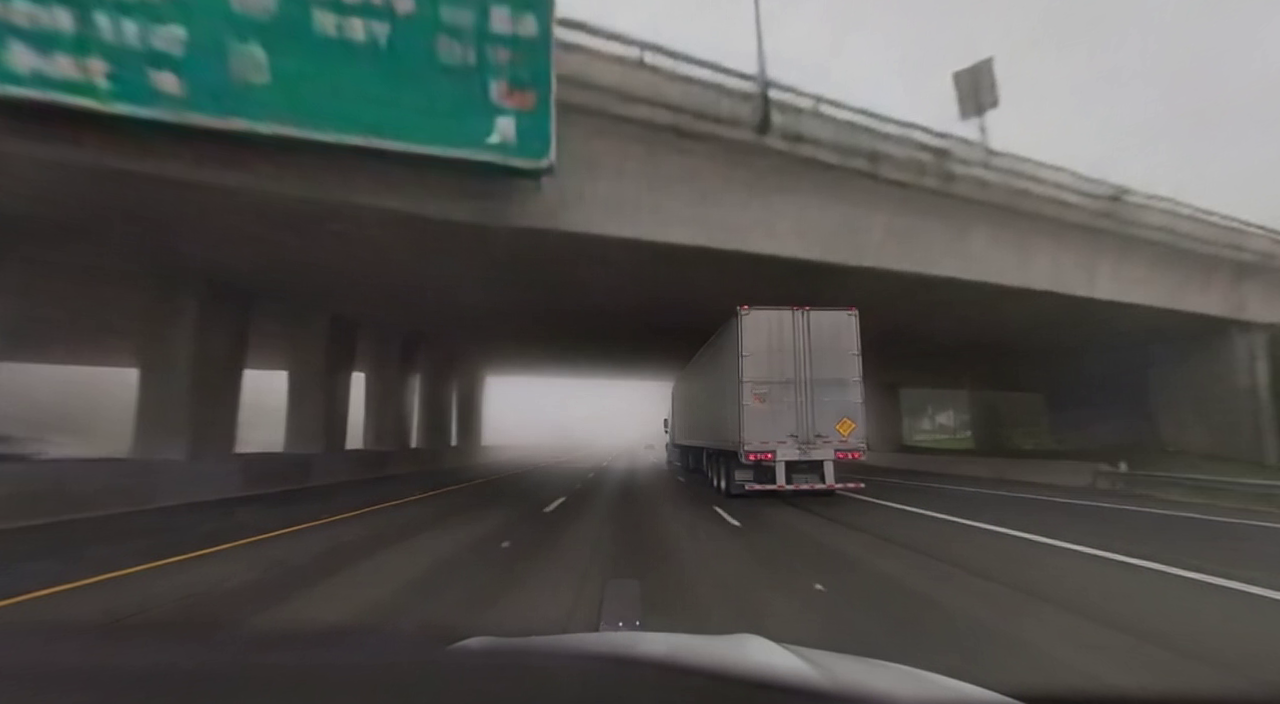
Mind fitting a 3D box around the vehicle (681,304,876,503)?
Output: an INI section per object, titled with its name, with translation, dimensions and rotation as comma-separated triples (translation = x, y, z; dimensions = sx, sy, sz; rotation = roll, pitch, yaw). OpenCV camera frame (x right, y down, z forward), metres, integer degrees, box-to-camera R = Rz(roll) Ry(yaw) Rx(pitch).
[vehicle]
translation = 3.367, 2.282, 21.334
dimensions = 2.743, 4.160, 16.408
rotation = 0, -9, -1
